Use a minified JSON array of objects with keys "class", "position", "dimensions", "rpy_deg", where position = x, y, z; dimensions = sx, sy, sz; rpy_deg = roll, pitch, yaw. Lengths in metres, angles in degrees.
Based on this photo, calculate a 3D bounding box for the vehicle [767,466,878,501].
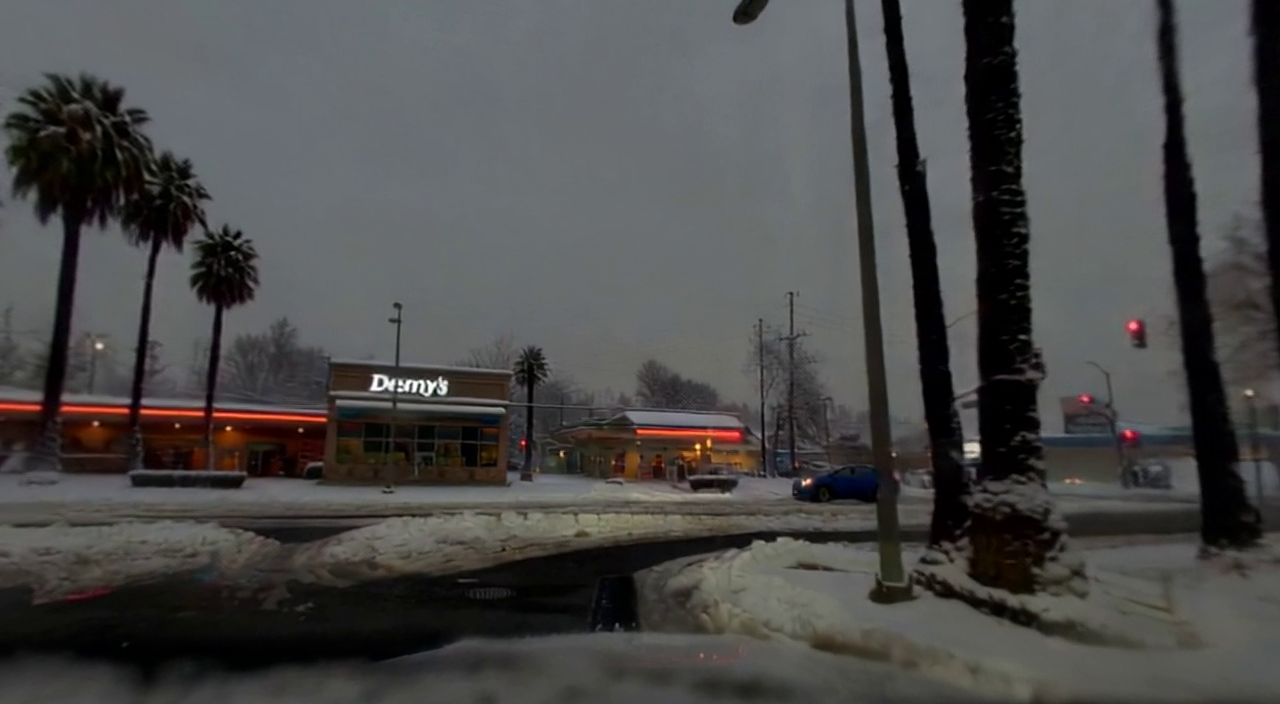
[{"class":"vehicle","position":[8.389,6.029,29.122],"dimensions":[4.570,1.480,1.873],"rpy_deg":[3,-9,-16]}]
